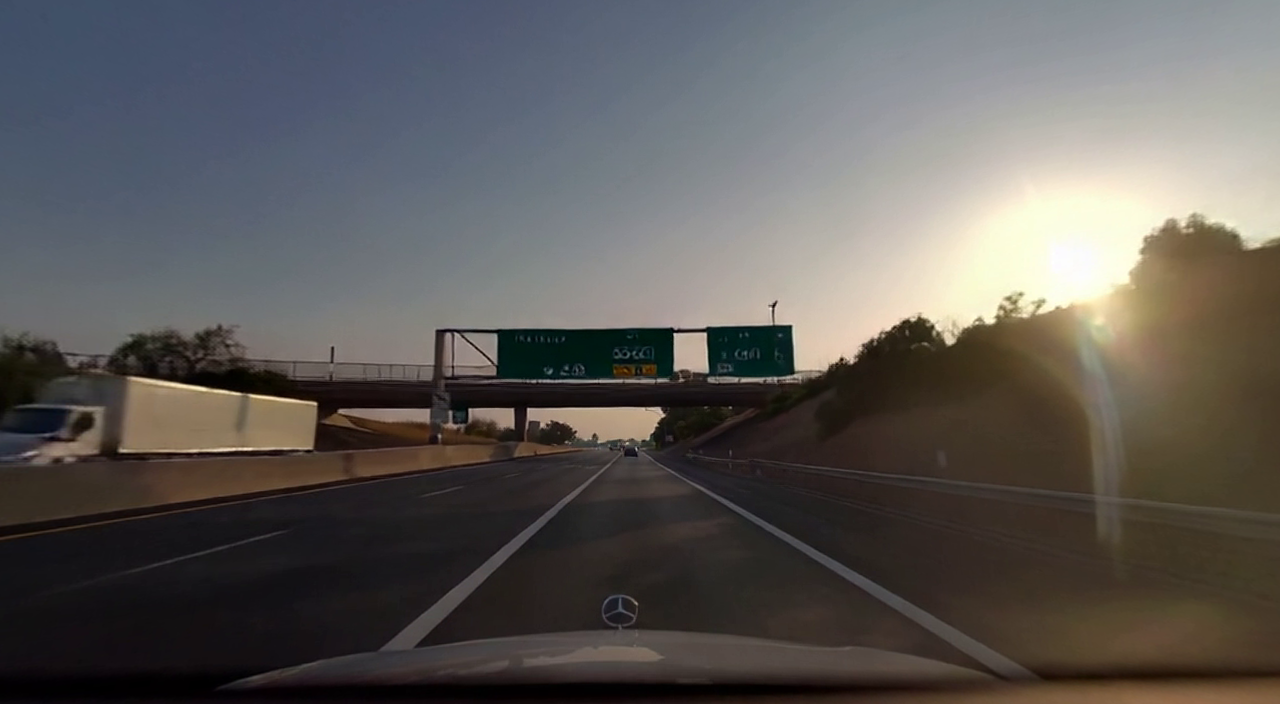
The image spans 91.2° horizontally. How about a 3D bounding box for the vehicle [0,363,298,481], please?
[{"bbox_3d":[-24.379,3.976,32.607,3.650,4.465,17.511,0,-9,-1],"label":"vehicle"}]
